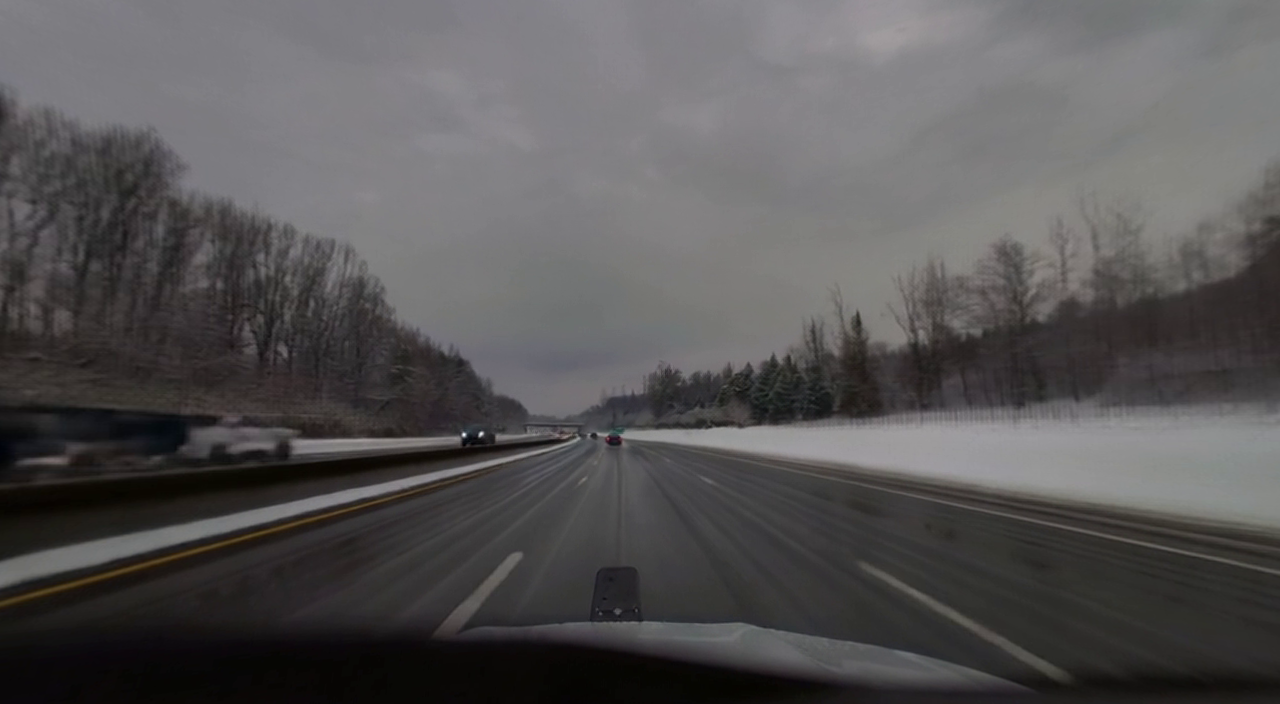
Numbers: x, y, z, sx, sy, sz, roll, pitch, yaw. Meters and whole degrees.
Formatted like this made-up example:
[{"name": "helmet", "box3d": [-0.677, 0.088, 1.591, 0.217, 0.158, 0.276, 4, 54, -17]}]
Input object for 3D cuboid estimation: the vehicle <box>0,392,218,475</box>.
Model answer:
[{"name": "vehicle", "box3d": [-15.027, 2.271, 18.068, 2.389, 1.895, 4.784, 4, -6, 0]}]
